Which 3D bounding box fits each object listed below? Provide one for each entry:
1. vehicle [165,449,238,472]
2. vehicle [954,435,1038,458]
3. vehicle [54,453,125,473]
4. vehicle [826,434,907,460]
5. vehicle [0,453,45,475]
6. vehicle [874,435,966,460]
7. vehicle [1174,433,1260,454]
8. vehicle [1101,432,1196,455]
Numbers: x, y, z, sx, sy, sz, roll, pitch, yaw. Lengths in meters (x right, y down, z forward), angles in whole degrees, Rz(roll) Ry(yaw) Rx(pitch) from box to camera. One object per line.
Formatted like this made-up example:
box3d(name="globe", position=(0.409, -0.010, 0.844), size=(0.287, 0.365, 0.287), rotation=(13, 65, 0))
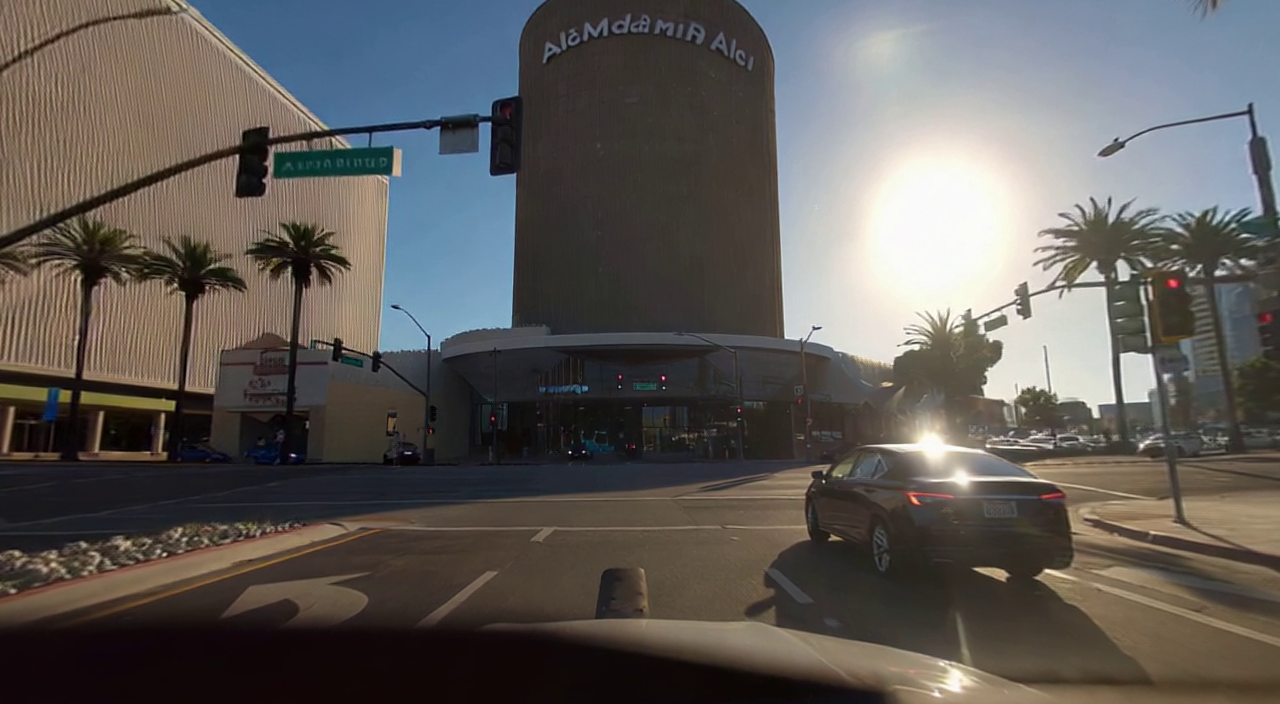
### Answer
box3d(name="vehicle", position=(-33.204, 8.203, 47.796), size=(4.136, 1.661, 1.857), rotation=(0, -8, 0))
box3d(name="vehicle", position=(23.536, 6.262, 41.763), size=(4.423, 1.465, 1.798), rotation=(0, -8, 0))
box3d(name="vehicle", position=(-41.713, 8.417, 47.803), size=(3.698, 1.467, 1.779), rotation=(0, -8, 0))
box3d(name="vehicle", position=(15.035, 6.355, 41.995), size=(4.648, 1.665, 1.910), rotation=(0, -8, -1))
box3d(name="vehicle", position=(-48.024, 8.497, 47.928), size=(3.786, 1.555, 1.702), rotation=(0, -8, 2))
box3d(name="vehicle", position=(16.939, 5.774, 38.254), size=(4.684, 1.461, 1.777), rotation=(0, -8, -1))
box3d(name="vehicle", position=(42.121, 6.695, 46.079), size=(4.437, 1.469, 1.811), rotation=(0, -8, 0))
box3d(name="vehicle", position=(33.307, 5.986, 41.358), size=(4.567, 1.458, 1.791), rotation=(0, -8, 1))
